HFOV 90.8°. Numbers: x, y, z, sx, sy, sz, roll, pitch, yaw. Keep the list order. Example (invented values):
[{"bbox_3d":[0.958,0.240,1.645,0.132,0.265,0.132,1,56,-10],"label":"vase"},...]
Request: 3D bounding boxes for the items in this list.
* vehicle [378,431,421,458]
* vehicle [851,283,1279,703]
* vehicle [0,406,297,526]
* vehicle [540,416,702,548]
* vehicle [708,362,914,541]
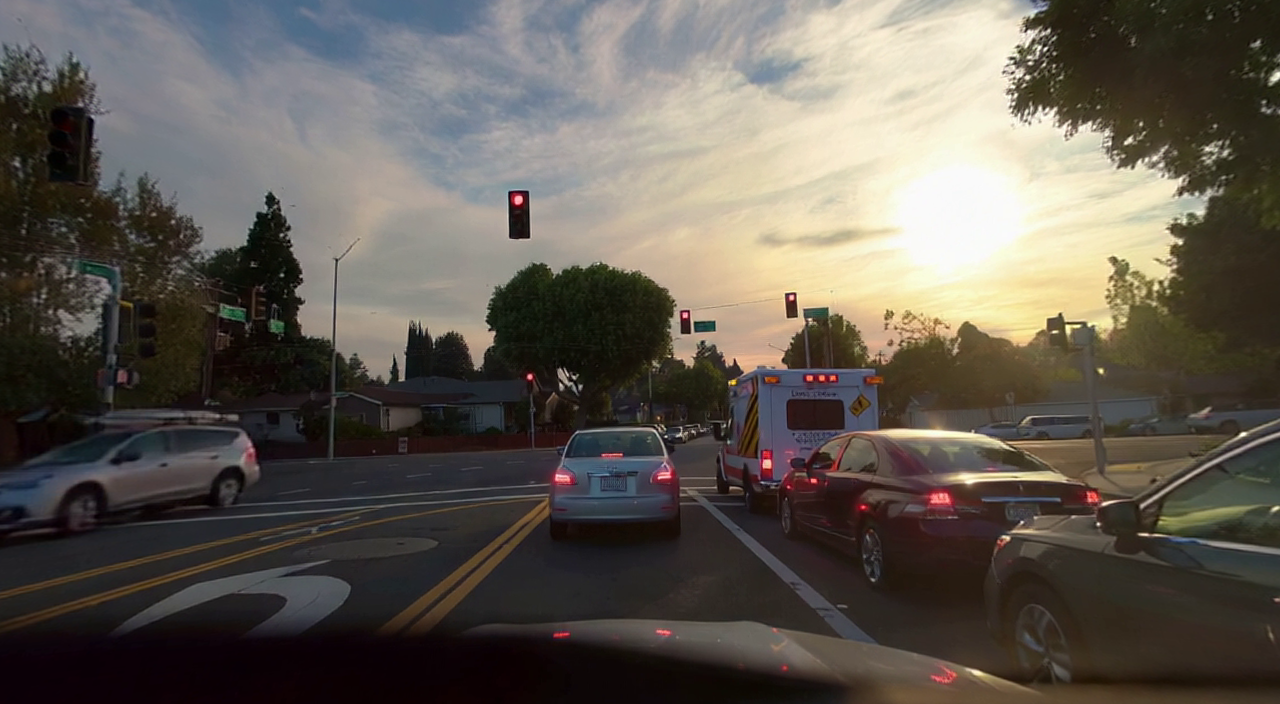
[{"bbox_3d":[-17.759,6.875,46.874,2.246,1.880,4.454,1,-8,-12],"label":"vehicle"},{"bbox_3d":[2.844,0.894,2.842,2.194,1.820,4.652,0,-8,0],"label":"vehicle"},{"bbox_3d":[-10.516,2.349,13.651,2.349,1.988,5.813,-1,-8,8],"label":"vehicle"},{"bbox_3d":[-0.289,1.972,10.193,2.114,1.707,3.725,0,-8,-1],"label":"vehicle"},{"bbox_3d":[2.879,1.895,12.385,2.406,2.687,5.521,0,-8,-1],"label":"vehicle"}]
